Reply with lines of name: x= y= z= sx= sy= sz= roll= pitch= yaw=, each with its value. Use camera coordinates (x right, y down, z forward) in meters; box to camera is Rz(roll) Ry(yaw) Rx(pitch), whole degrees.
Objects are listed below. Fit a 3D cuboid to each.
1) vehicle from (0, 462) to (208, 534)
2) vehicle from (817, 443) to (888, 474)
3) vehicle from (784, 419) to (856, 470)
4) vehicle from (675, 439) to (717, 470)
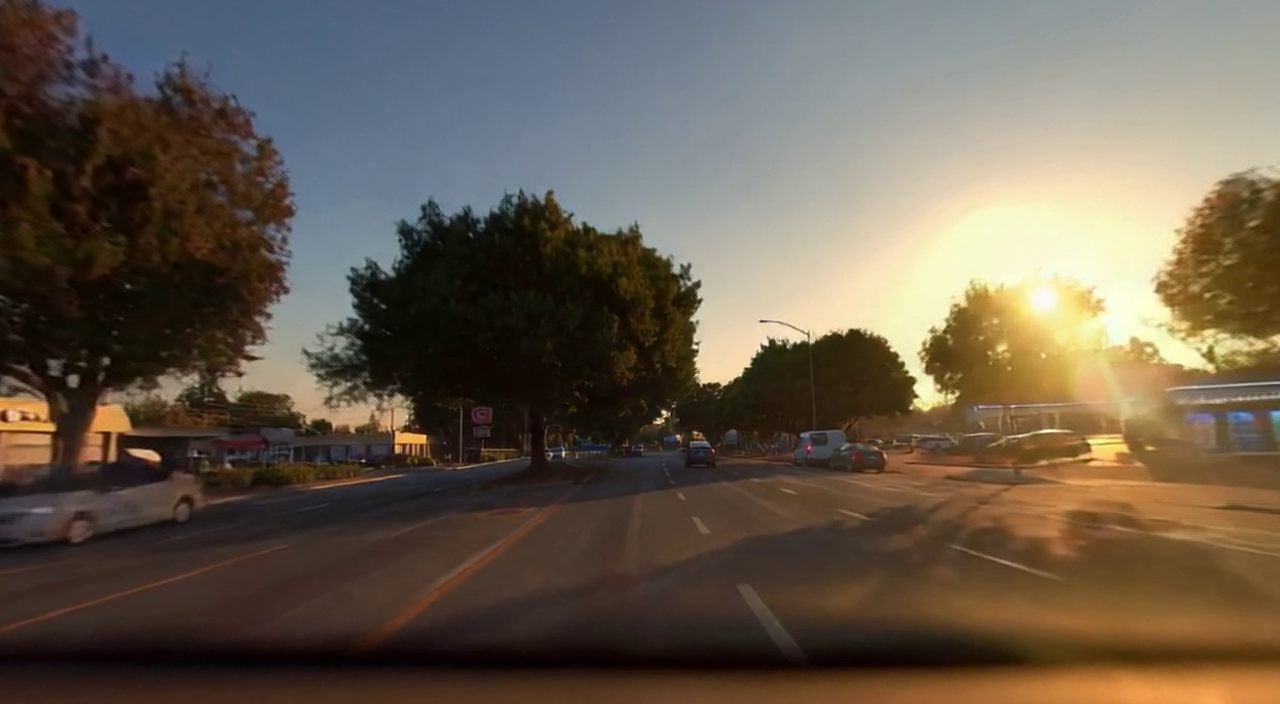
vehicle: x=-13.582 y=3.628 z=16.256 sx=1.875 sy=1.493 sz=4.355 roll=0 pitch=-9 yaw=-1
vehicle: x=10.550 y=5.328 z=31.773 sx=1.857 sy=1.411 sz=4.859 roll=0 pitch=-9 yaw=0
vehicle: x=10.552 y=5.497 z=37.553 sx=2.507 sy=2.745 sz=5.779 roll=0 pitch=-9 yaw=0
vehicle: x=3.178 y=5.903 z=36.551 sx=1.957 sy=1.643 sz=4.226 roll=0 pitch=-9 yaw=-1
